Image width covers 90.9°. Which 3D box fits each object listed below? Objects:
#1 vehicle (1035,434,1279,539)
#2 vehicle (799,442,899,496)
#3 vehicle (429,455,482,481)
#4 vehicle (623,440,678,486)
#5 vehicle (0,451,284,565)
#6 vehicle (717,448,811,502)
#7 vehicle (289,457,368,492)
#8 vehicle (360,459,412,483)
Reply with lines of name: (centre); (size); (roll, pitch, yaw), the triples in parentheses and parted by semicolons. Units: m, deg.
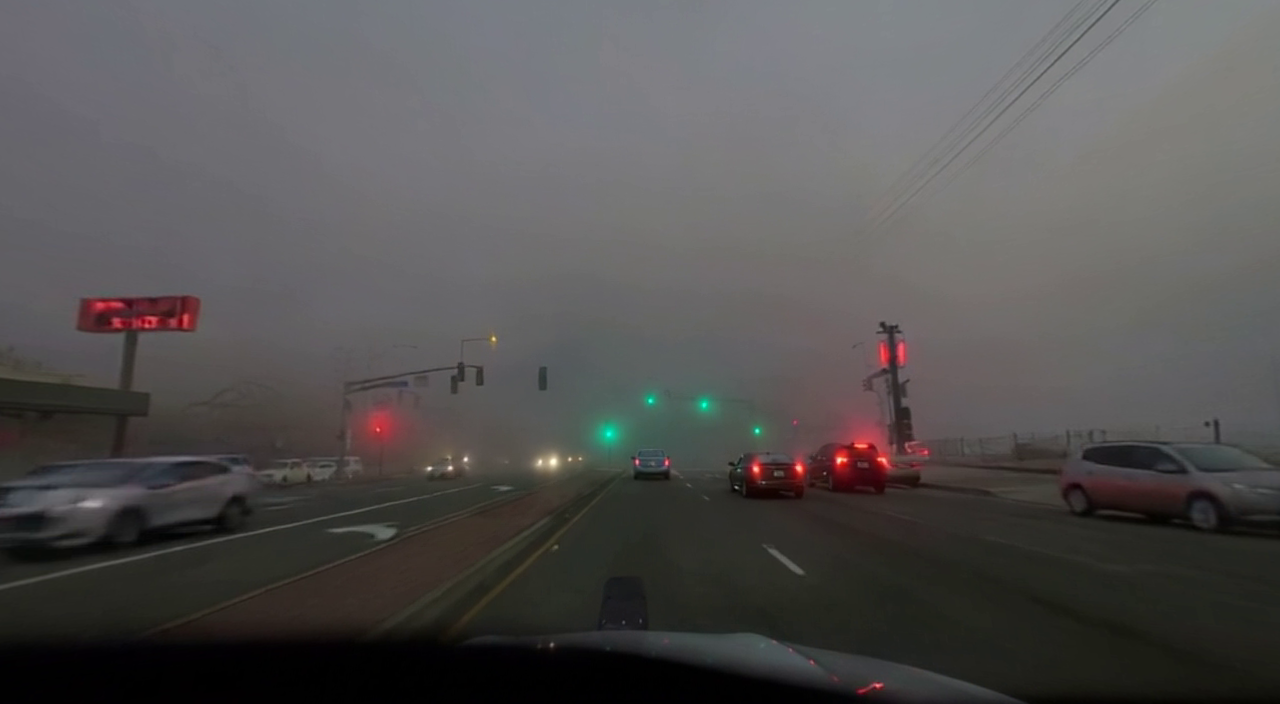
vehicle: (10.636, 2.610, 12.836); (2.106, 1.712, 4.769); (0, -9, 1)
vehicle: (7.361, 4.141, 22.749); (2.040, 1.738, 4.414); (0, -9, -1)
vehicle: (-11.675, 7.367, 40.124); (2.087, 1.499, 3.939); (0, -9, 1)
vehicle: (0.436, 4.862, 27.968); (2.210, 1.861, 4.280); (0, -9, 0)
vehicle: (-8.465, 2.426, 10.701); (2.078, 1.465, 4.632); (0, -9, 1)
vehicle: (3.701, 3.741, 19.719); (1.963, 1.484, 4.609); (0, -9, 0)
vehicle: (-15.289, 5.983, 31.193); (1.798, 1.541, 4.002); (0, -9, 0)
vehicle: (-18.092, 8.467, 45.182); (1.843, 1.468, 4.475); (0, -8, 1)
